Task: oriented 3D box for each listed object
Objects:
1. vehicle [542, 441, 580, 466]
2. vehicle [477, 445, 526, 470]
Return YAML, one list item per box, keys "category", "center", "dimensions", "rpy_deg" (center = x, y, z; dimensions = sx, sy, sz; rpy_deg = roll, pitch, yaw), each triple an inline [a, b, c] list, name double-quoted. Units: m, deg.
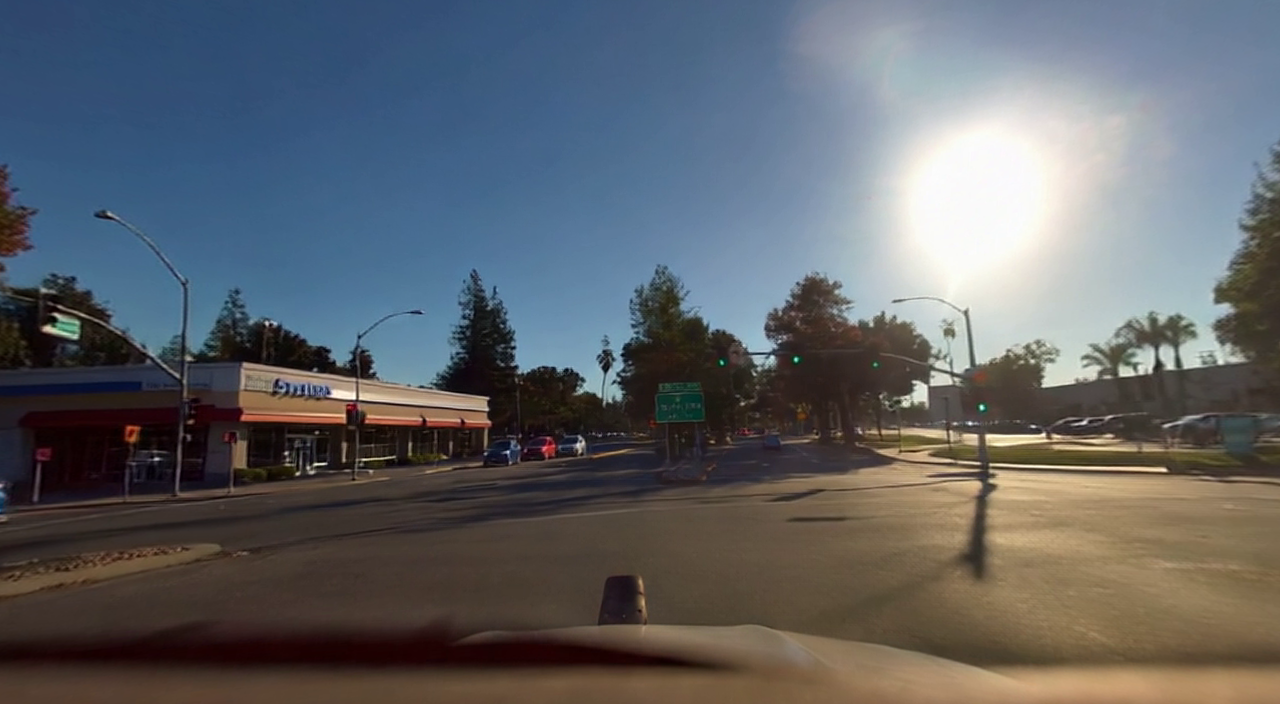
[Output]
- category: "vehicle"
  center: [-5.189, 6.762, 42.066]
  dimensions: [1.920, 1.546, 4.086]
  rpy_deg: [0, -9, 2]
- category: "vehicle"
  center: [-8.952, 6.845, 41.163]
  dimensions: [2.111, 1.499, 4.371]
  rpy_deg: [0, -9, 1]
